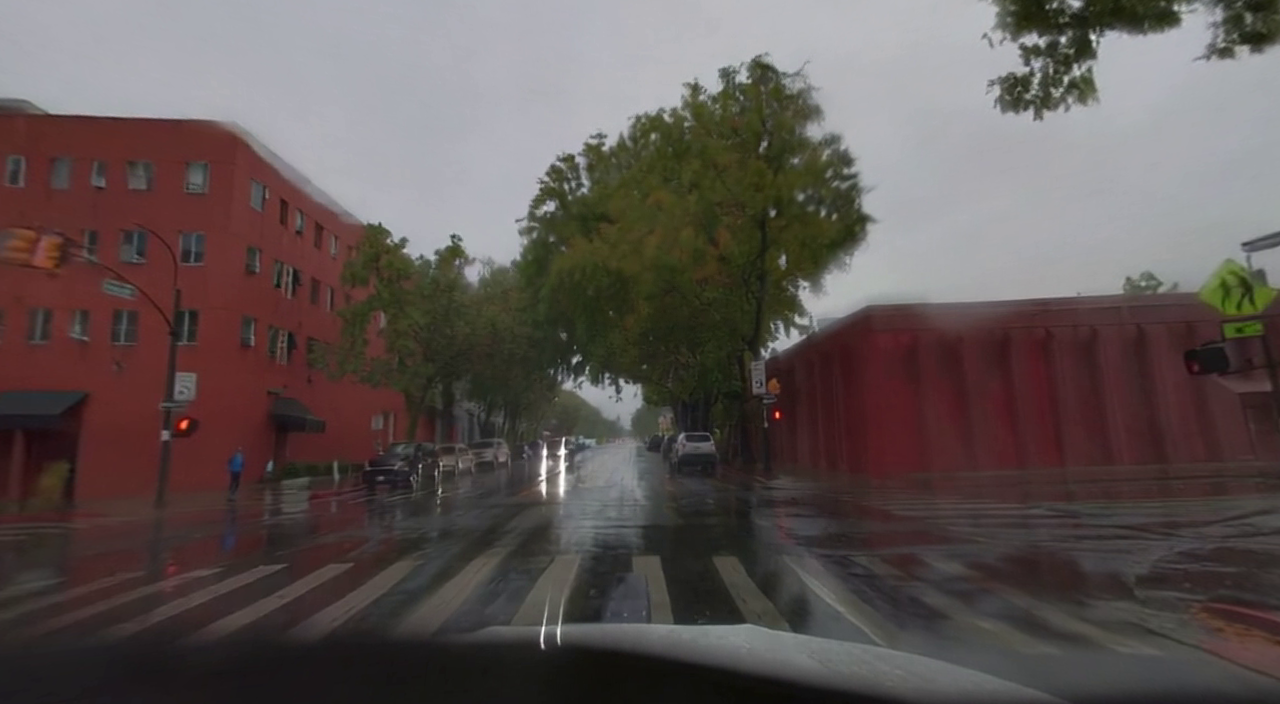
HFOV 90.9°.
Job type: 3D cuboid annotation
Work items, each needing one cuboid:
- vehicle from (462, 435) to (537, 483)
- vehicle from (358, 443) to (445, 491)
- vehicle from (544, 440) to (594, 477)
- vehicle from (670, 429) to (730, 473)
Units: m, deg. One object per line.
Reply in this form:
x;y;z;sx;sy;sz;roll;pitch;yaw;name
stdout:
-5.975;4.613;27.461;2.242;1.887;4.924;0;-8;-2;vehicle
-9.907;4.768;26.600;2.216;1.804;4.526;1;-8;-5;vehicle
-3.282;4.976;29.793;2.033;1.596;4.142;0;-8;-2;vehicle
3.097;5.326;34.089;2.557;2.188;5.164;0;-8;-2;vehicle
